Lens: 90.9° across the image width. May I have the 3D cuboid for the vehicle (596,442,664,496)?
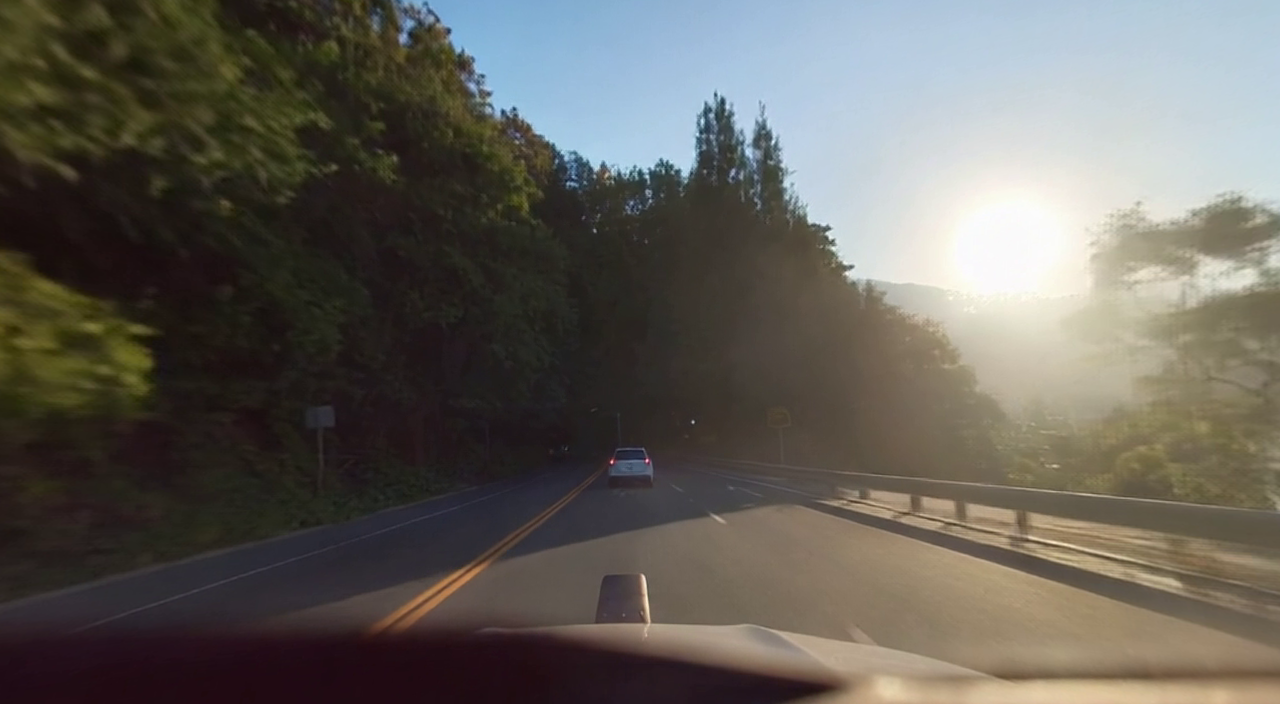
[{"bbox_3d":[-0.357,3.842,20.966,2.037,1.601,3.643,0,-9,-2],"label":"vehicle"}]
